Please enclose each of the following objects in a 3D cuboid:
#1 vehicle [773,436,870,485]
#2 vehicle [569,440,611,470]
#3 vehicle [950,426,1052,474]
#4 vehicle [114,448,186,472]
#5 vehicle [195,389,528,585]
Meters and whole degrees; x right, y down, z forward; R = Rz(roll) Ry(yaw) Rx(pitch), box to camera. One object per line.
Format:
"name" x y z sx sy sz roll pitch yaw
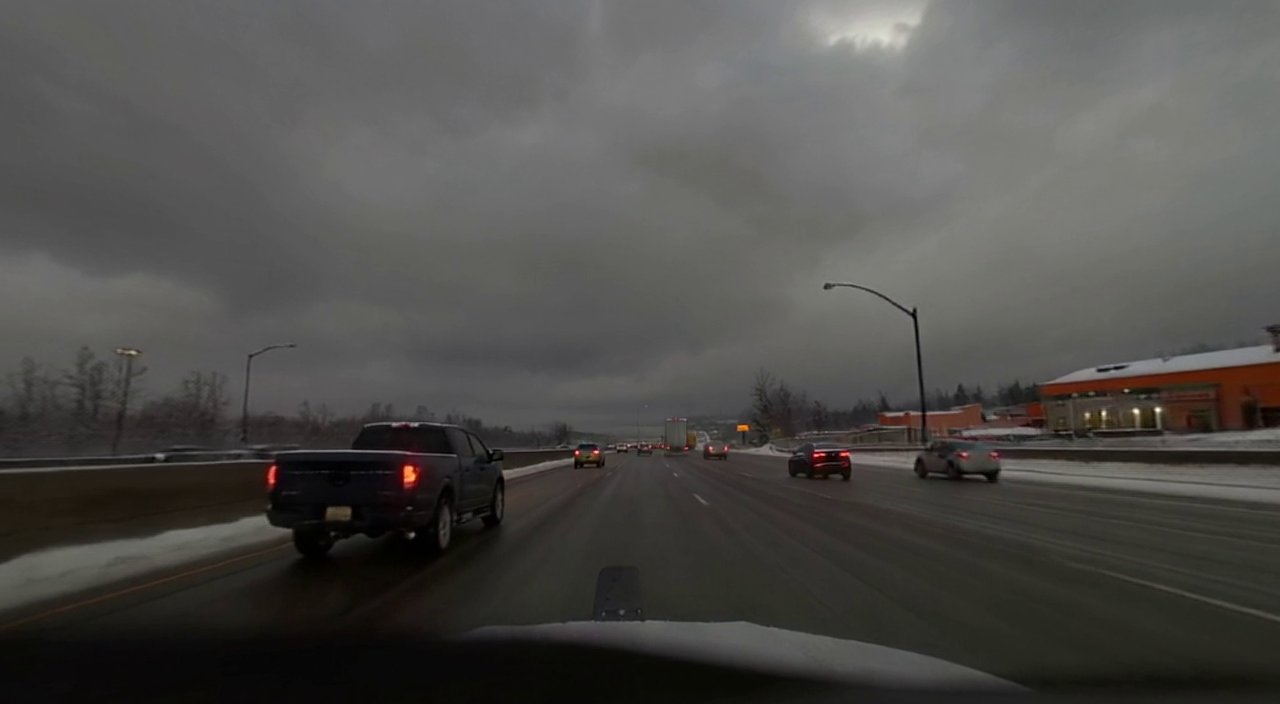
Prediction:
"vehicle" 6.106 3.722 21.823 1.980 1.501 4.433 0 -9 -1
"vehicle" -2.698 5.689 34.900 1.929 1.521 4.097 0 -9 1
"vehicle" 25.931 7.148 45.601 2.893 3.189 6.320 2 -9 -8
"vehicle" -32.631 7.173 42.094 1.655 1.481 3.729 0 -9 3
"vehicle" -2.988 1.590 8.179 2.130 1.799 4.583 0 -9 1
